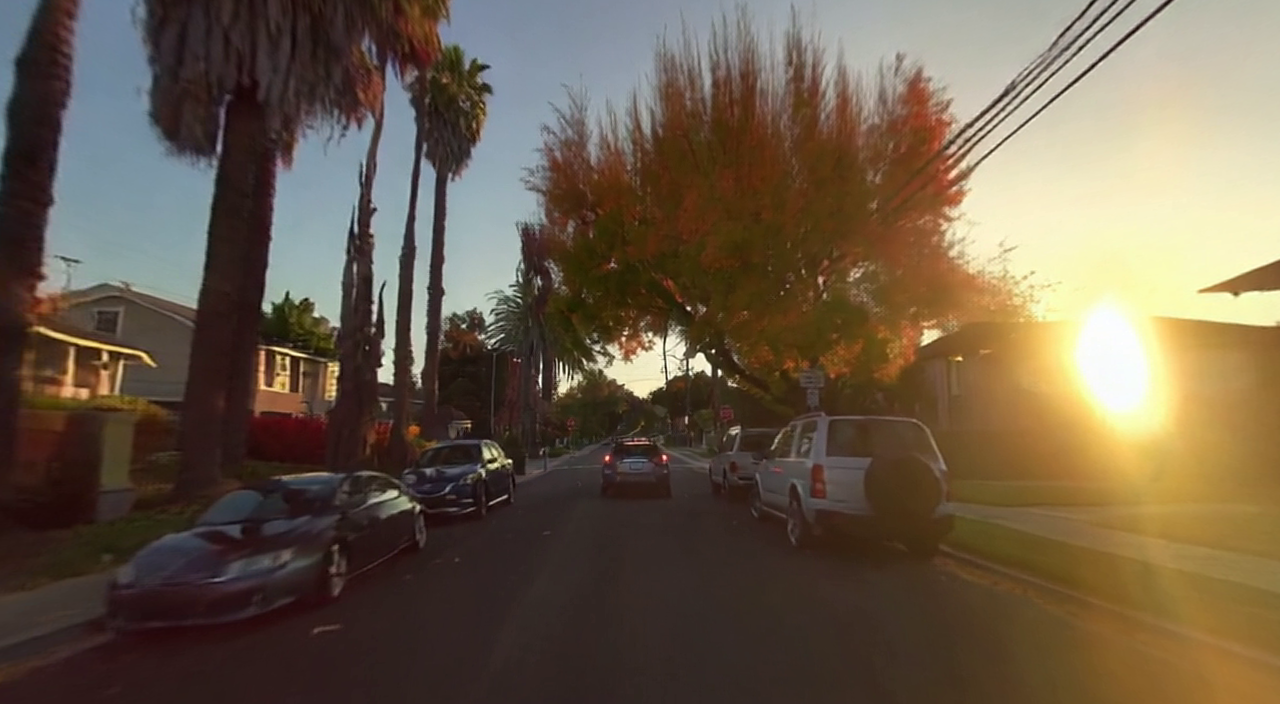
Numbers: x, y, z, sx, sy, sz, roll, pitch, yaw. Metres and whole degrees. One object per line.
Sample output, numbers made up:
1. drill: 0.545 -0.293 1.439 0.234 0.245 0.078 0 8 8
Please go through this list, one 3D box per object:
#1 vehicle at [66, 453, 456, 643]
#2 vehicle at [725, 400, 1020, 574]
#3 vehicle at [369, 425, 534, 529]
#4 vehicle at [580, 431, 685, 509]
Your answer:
1. vehicle: -3.347 1.749 6.562 1.728 1.305 3.805 0 -8 -1
2. vehicle: 2.543 1.644 8.473 2.136 1.650 4.837 0 -8 0
3. vehicle: -3.387 2.324 12.241 1.965 1.657 4.104 0 -8 -1
4. vehicle: -0.164 2.578 14.188 2.010 1.499 4.107 0 -8 0
